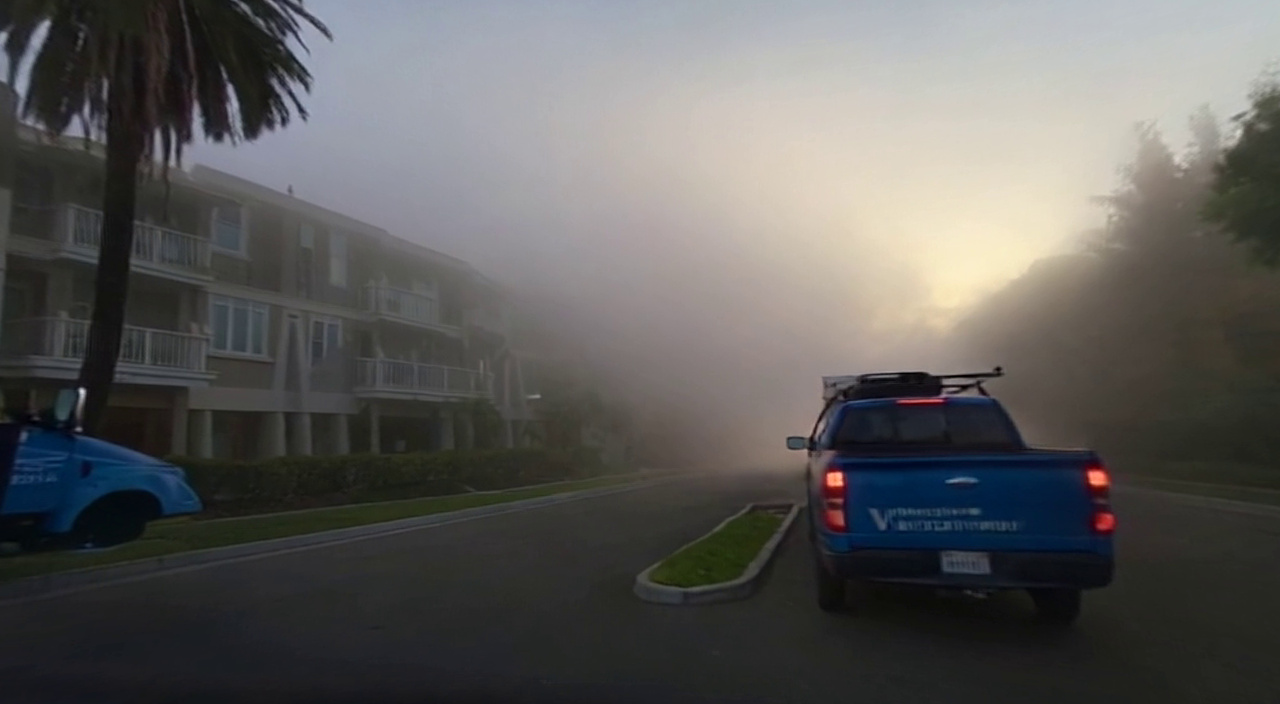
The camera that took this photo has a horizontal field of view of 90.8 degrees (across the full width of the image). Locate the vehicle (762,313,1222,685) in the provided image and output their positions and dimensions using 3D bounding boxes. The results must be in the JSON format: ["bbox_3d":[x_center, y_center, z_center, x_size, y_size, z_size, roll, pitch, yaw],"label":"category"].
[{"bbox_3d":[2.677,1.261,6.709,2.418,2.078,5.866,-2,-9,13],"label":"vehicle"}]

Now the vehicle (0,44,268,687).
[{"bbox_3d":[-6.253,-0.397,0.647,2.998,3.659,10.517,-3,-9,18],"label":"vehicle"}]
